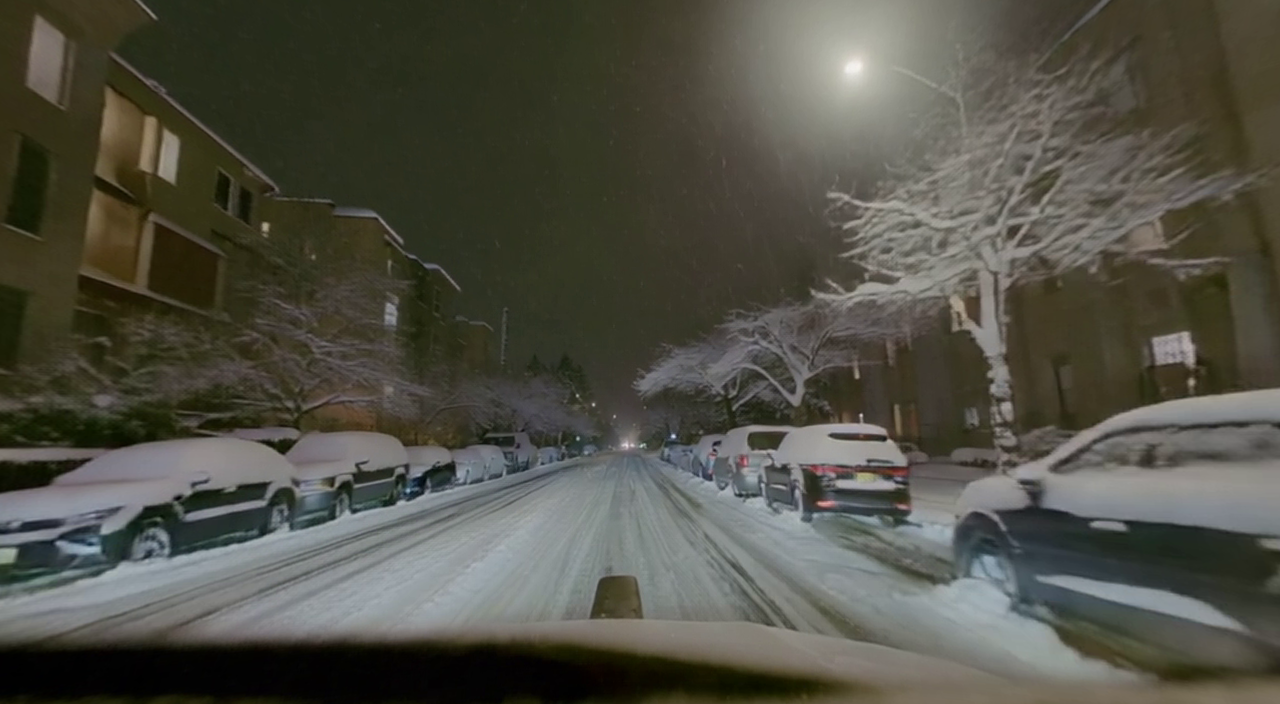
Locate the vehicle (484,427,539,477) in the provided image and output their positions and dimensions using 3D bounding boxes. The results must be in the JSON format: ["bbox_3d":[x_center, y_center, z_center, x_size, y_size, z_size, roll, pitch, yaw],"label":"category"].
[{"bbox_3d":[-7.812,6.170,38.829,2.294,2.707,6.199,-2,-9,-2],"label":"vehicle"}]

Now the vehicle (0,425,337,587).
[{"bbox_3d":[-7.337,2.276,10.051,2.384,1.781,5.492,-3,-10,-1],"label":"vehicle"}]

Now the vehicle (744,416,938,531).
[{"bbox_3d":[3.784,2.407,13.152,2.214,1.885,5.268,0,-8,-1],"label":"vehicle"}]

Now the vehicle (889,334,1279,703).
[{"bbox_3d":[3.936,1.030,3.941,2.280,1.850,5.961,0,-8,0],"label":"vehicle"}]
